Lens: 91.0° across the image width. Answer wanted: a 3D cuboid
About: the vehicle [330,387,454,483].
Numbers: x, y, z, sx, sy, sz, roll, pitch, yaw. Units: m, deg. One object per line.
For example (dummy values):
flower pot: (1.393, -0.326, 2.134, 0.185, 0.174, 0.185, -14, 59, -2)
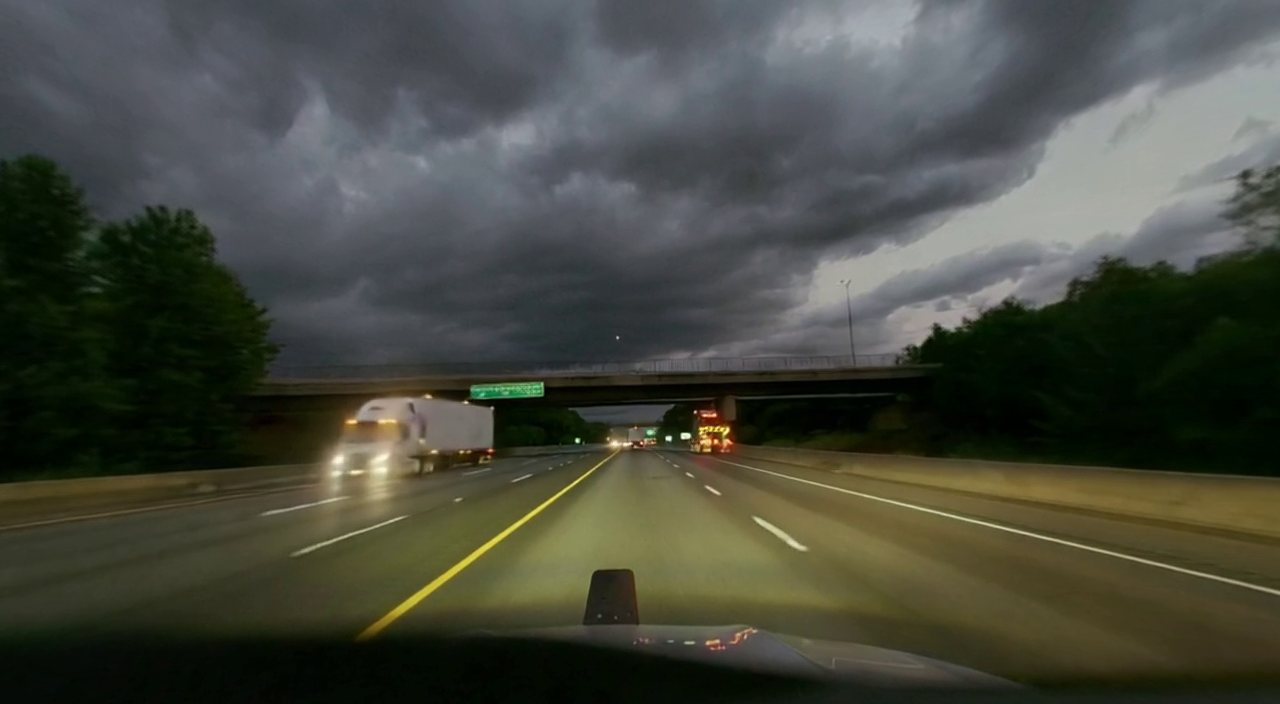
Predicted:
vehicle: (-10.929, 3.762, 28.510, 3.280, 3.862, 5.699, -1, -8, -1)
